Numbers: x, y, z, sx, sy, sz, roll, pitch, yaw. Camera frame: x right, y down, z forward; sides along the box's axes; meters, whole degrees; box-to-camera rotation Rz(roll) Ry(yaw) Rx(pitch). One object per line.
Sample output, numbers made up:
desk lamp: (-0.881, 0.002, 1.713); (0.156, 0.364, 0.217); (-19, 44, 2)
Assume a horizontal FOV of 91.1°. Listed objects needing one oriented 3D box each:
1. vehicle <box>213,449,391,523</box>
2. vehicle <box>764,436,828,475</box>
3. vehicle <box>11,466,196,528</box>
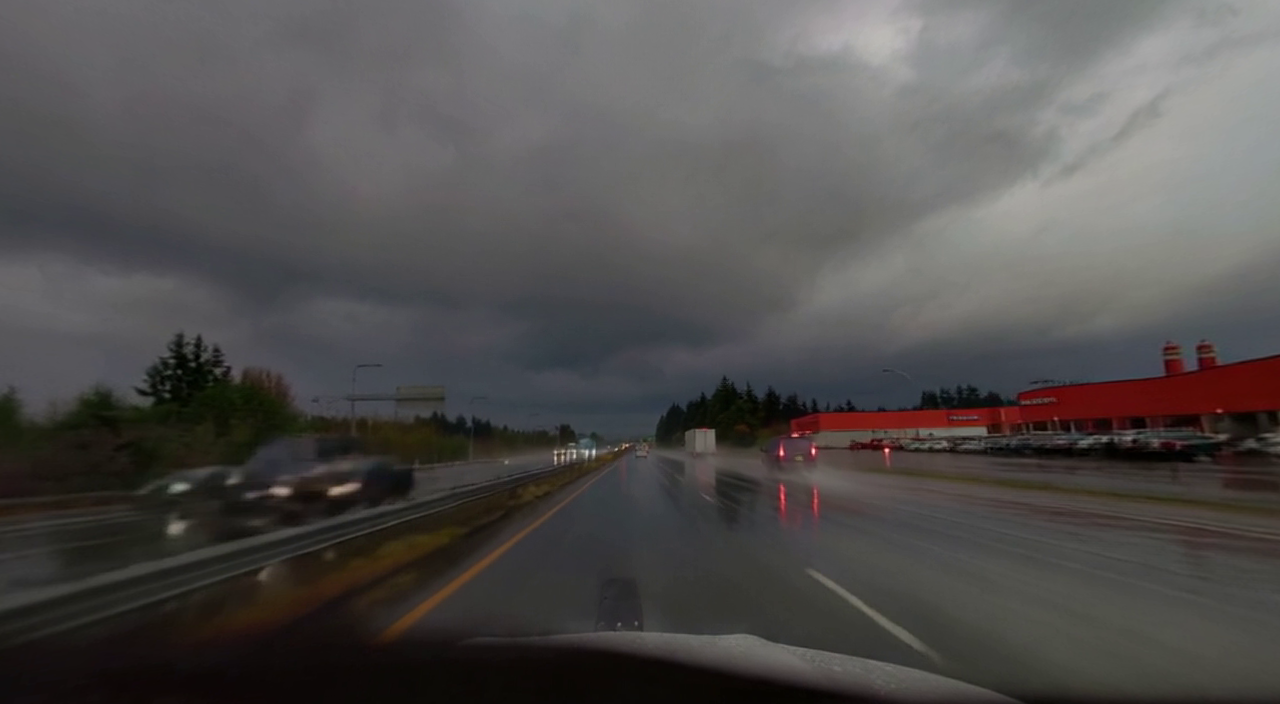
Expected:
vehicle: (-7.987, 3.162, 15.441); (1.971, 1.520, 4.310); (0, -9, 0)
vehicle: (8.351, 5.608, 34.164); (2.156, 1.943, 5.010); (0, -9, 0)
vehicle: (-15.733, 4.232, 18.805); (1.862, 1.517, 4.136); (0, -9, 0)
